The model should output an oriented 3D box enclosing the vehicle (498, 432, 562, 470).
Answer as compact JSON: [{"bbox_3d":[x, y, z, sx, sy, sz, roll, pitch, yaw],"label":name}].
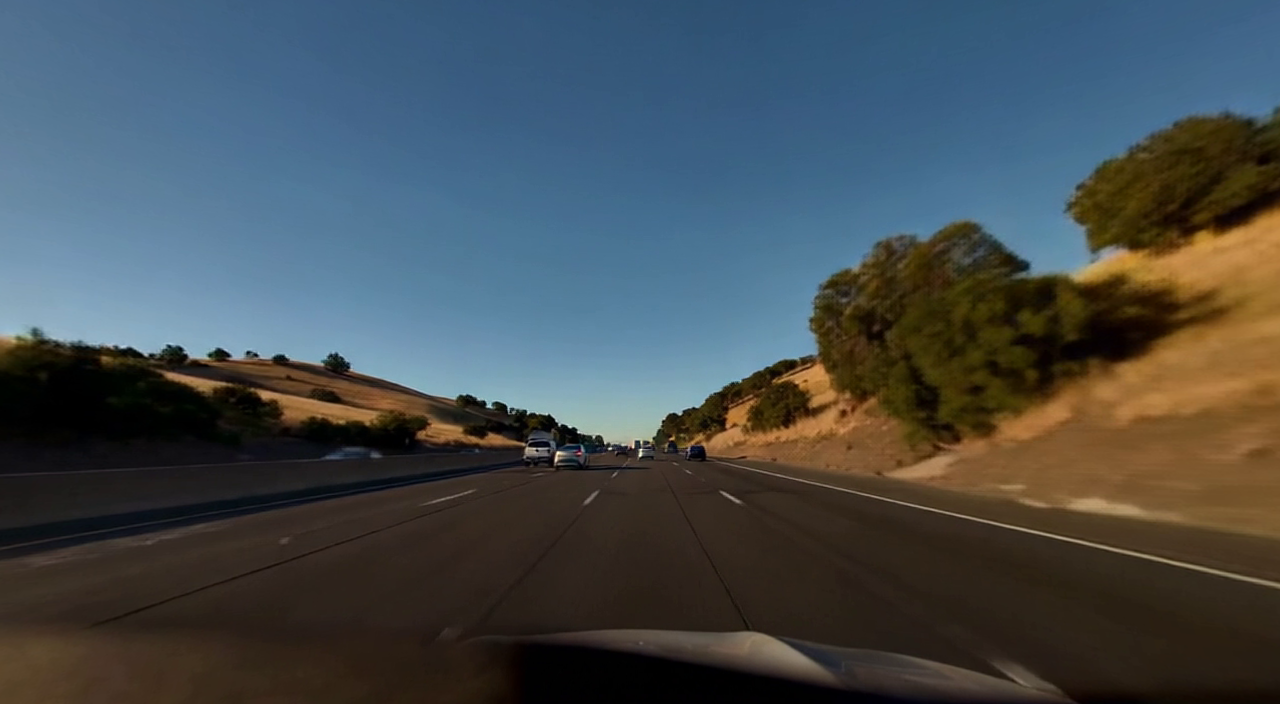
[{"bbox_3d":[-6.419,5.899,37.683,2.589,2.063,6.206,0,-8,1],"label":"vehicle"}]

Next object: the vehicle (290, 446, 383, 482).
[{"bbox_3d":[-13.289,4.884,27.967,1.795,1.445,4.482,0,-8,1],"label":"vehicle"}]

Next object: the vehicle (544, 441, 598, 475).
[{"bbox_3d":[-3.303,5.170,31.038,2.091,1.552,4.516,0,-8,1],"label":"vehicle"}]

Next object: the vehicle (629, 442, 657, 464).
[{"bbox_3d":[0.229,7.663,48.006,2.031,1.566,3.904,0,-8,0],"label":"vehicle"}]
